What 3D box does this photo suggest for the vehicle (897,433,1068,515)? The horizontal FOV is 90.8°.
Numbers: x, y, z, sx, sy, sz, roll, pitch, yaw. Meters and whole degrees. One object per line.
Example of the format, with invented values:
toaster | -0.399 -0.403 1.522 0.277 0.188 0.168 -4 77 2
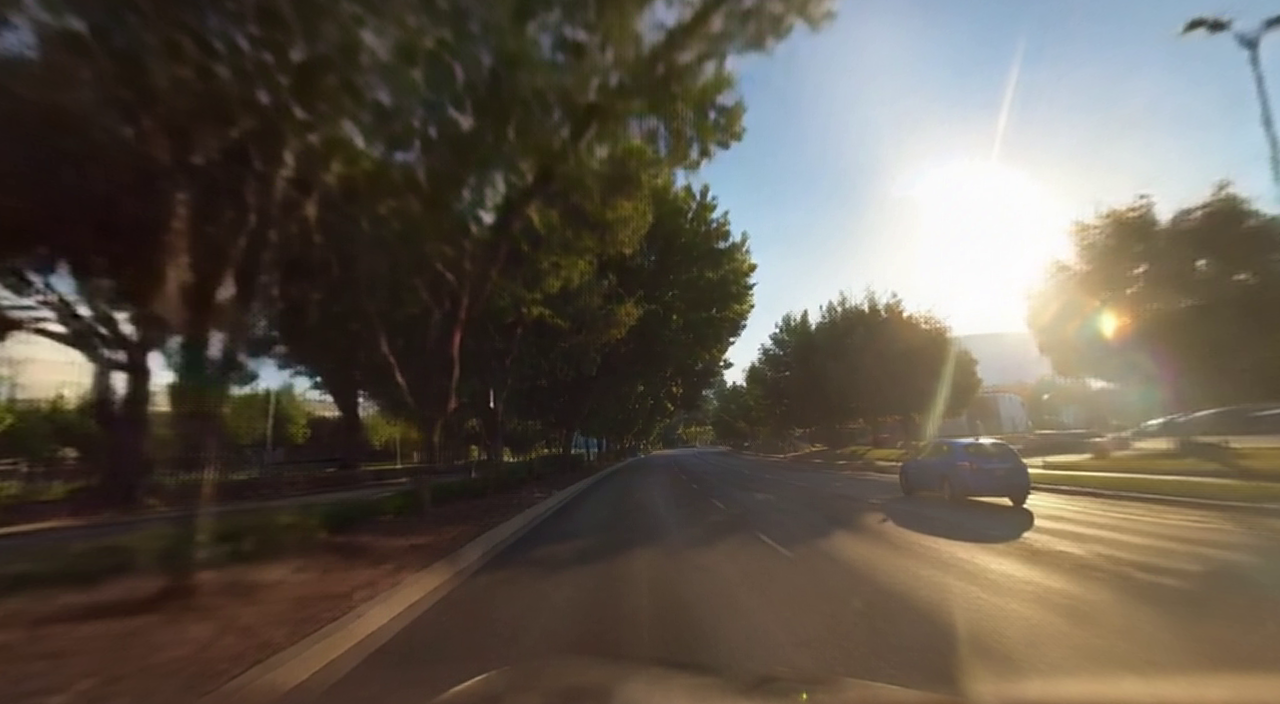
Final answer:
vehicle | 7.230 2.584 13.787 1.797 1.518 3.433 0 -9 0
